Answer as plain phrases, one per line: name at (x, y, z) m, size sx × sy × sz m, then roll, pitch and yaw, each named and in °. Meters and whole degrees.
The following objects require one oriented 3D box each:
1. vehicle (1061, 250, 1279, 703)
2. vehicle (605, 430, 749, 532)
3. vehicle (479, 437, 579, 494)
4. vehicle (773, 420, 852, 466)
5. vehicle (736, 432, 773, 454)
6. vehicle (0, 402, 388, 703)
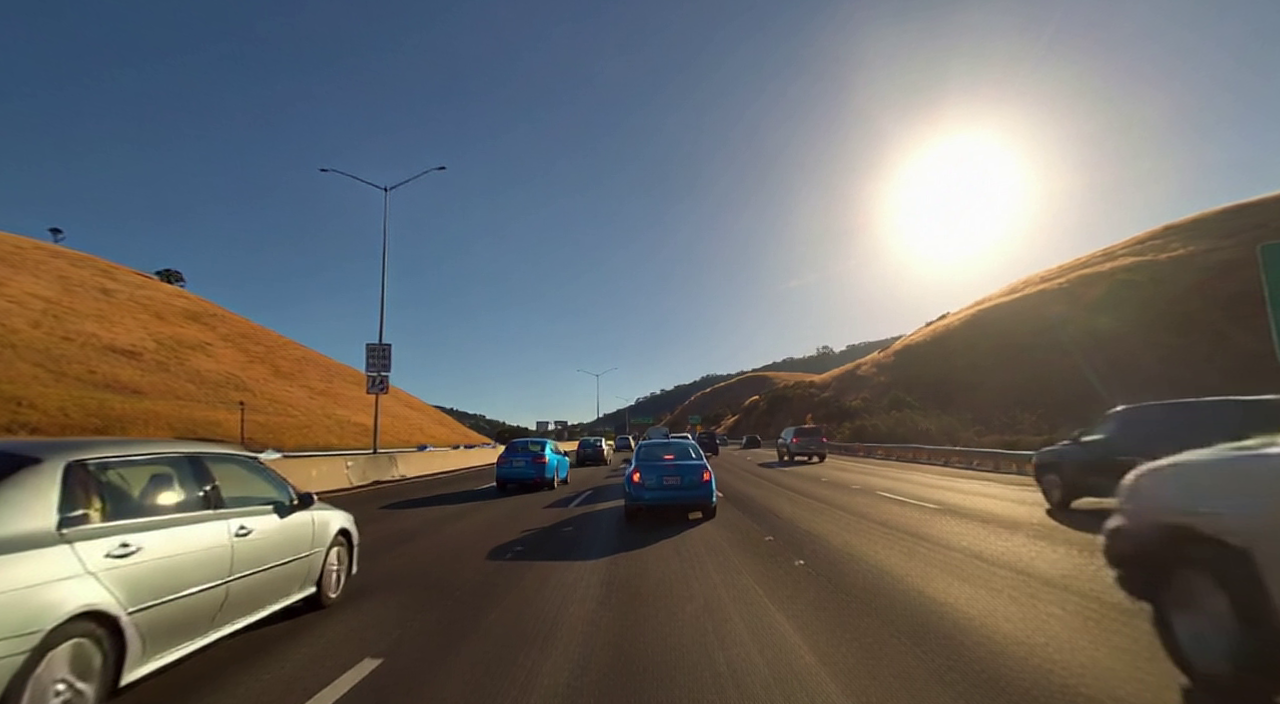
vehicle at (3.520, 0.389, 1.354) m, size 2.086 × 1.884 × 4.547 m, roll -1°, pitch -8°, yaw 1°
vehicle at (0.582, 2.142, 11.109) m, size 2.072 × 1.431 × 3.904 m, roll -1°, pitch -8°, yaw 2°
vehicle at (-3.095, 3.269, 18.614) m, size 2.017 × 1.446 × 4.384 m, roll -1°, pitch -8°, yaw 2°
vehicle at (7.501, 4.036, 28.005) m, size 2.210 × 1.831 × 4.843 m, roll -1°, pitch -8°, yaw 1°
vehicle at (8.896, 7.098, 49.371) m, size 2.032 × 1.580 × 4.928 m, roll -1°, pitch -8°, yaw 1°
vehicle at (-3.444, 1.157, 3.777) m, size 2.033 × 1.513 × 4.333 m, roll -1°, pitch -8°, yaw 1°
